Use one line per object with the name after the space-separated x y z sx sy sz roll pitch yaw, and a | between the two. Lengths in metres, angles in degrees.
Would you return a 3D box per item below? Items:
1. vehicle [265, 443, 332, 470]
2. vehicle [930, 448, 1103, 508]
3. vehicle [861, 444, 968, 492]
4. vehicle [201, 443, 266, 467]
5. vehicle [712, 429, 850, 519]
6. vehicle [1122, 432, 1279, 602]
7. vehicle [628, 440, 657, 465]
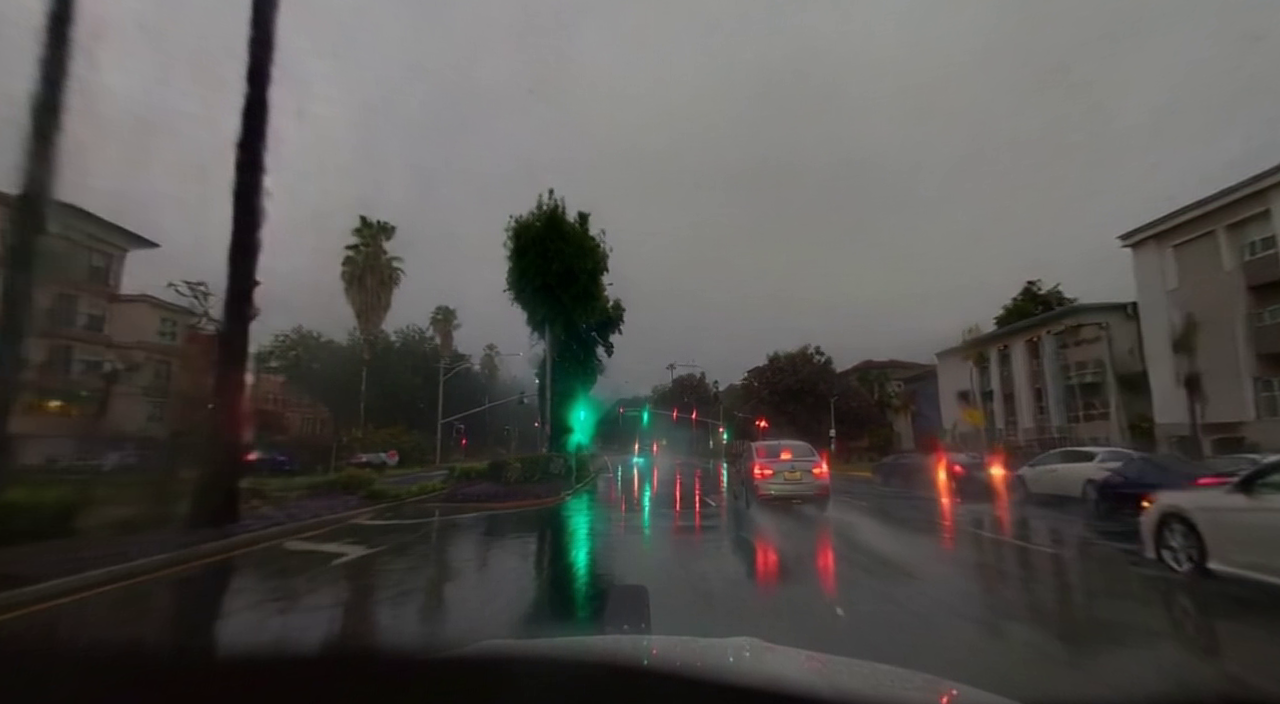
-25.509 7.829 47.293 2.070 1.856 5.069 1 -8 0 | vehicle
10.245 3.434 17.695 1.891 1.428 4.680 0 -9 -1 | vehicle
10.253 4.352 24.054 1.916 1.548 4.799 2 -9 -1 | vehicle
-30.581 7.755 47.618 1.898 1.692 4.455 0 -9 0 | vehicle
2.852 2.580 13.830 2.009 1.639 4.267 0 -9 0 | vehicle
6.532 1.357 4.956 1.890 1.471 4.566 0 -9 1 | vehicle
0.216 7.489 47.078 2.087 1.709 4.076 0 -9 1 | vehicle
